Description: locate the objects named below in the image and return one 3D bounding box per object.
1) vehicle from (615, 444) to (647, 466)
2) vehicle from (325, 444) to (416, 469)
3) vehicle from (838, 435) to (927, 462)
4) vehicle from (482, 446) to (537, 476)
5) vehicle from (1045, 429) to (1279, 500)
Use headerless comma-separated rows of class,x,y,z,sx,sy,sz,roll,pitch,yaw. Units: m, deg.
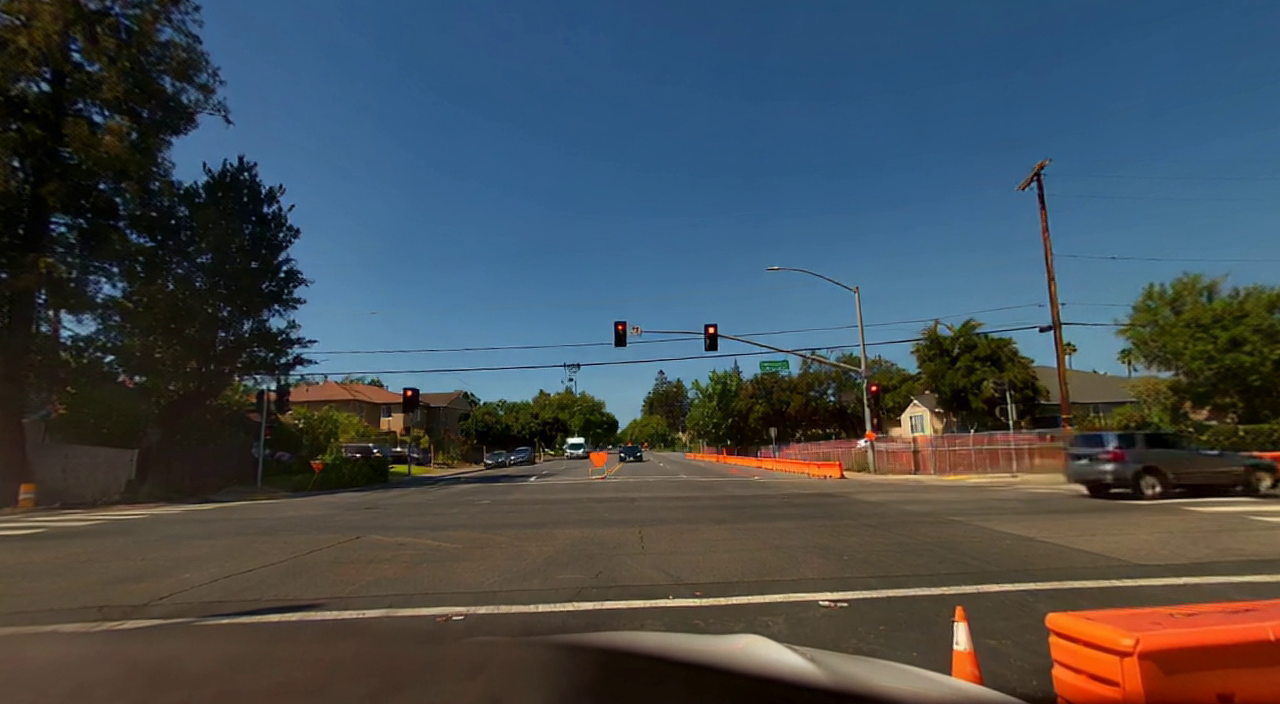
vehicle,-0.585,7.098,43.708,2.105,1.457,4.173,0,-8,-1
vehicle,-16.387,6.375,38.594,4.713,1.409,1.918,0,-8,-2
vehicle,15.384,6.174,40.314,4.892,1.656,1.856,0,-8,0
vehicle,-6.594,5.539,32.407,1.881,1.452,4.121,0,-8,0
vehicle,12.577,2.574,14.717,4.860,1.483,2.077,0,-8,-2
